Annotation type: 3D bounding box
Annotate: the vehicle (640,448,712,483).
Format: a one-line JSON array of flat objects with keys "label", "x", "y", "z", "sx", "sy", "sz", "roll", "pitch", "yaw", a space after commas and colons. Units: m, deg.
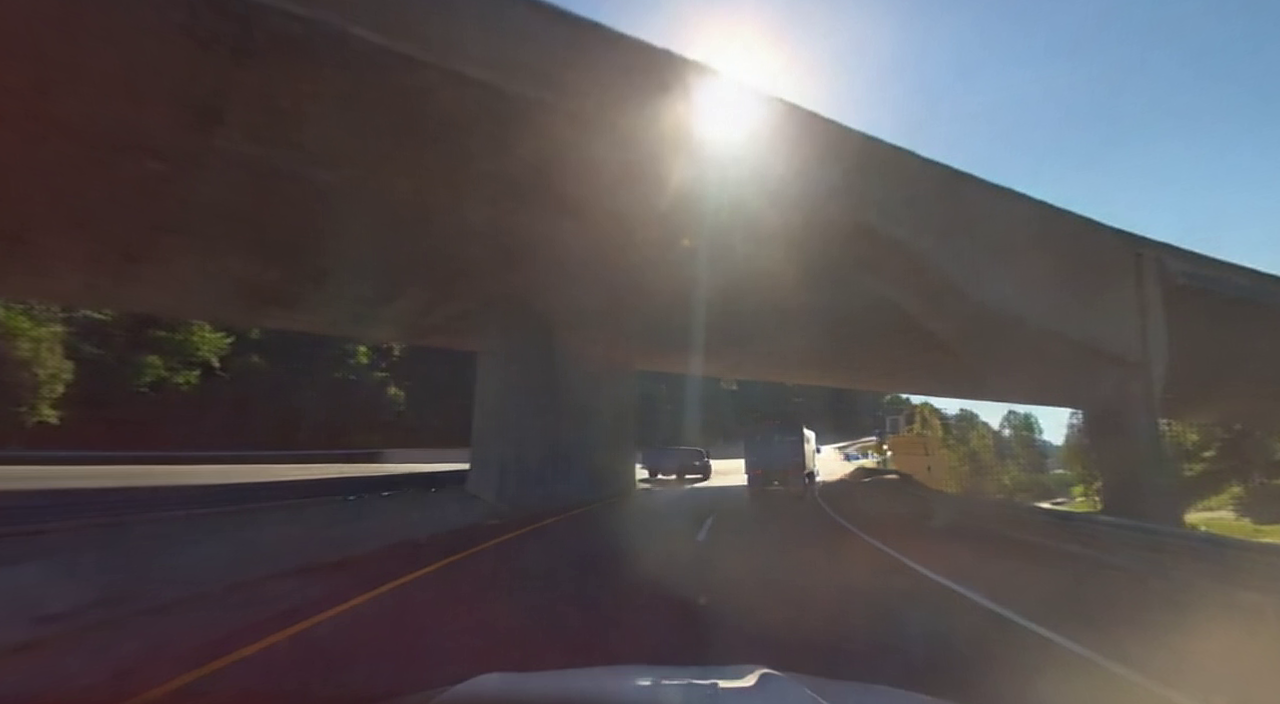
[{"label": "vehicle", "x": 1.705, "y": 5.127, "z": 28.673, "sx": 1.940, "sy": 1.444, "sz": 4.024, "roll": -4, "pitch": -10, "yaw": 24}]
